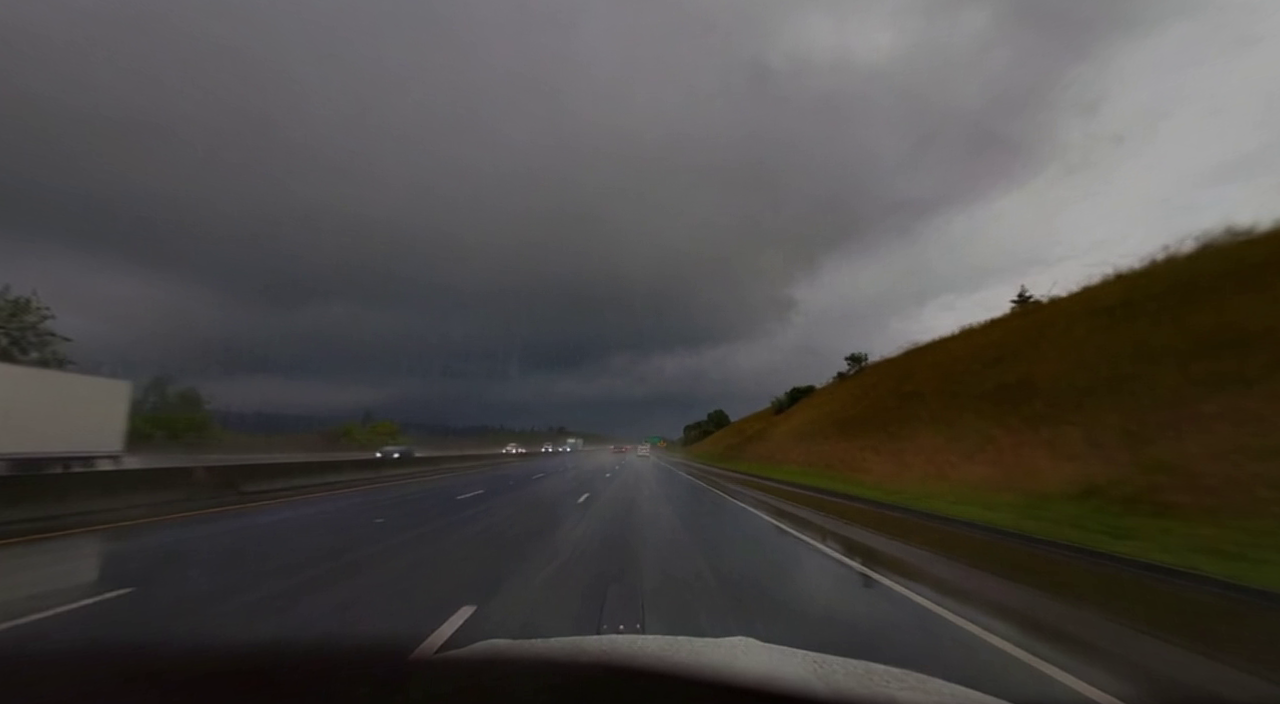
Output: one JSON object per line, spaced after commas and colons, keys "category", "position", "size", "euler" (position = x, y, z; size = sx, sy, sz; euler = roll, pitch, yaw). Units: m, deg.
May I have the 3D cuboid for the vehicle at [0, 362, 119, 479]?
{"category": "vehicle", "position": [-23.304, 1.942, 18.964], "size": [2.904, 3.928, 14.552], "euler": [0, -9, 0]}
